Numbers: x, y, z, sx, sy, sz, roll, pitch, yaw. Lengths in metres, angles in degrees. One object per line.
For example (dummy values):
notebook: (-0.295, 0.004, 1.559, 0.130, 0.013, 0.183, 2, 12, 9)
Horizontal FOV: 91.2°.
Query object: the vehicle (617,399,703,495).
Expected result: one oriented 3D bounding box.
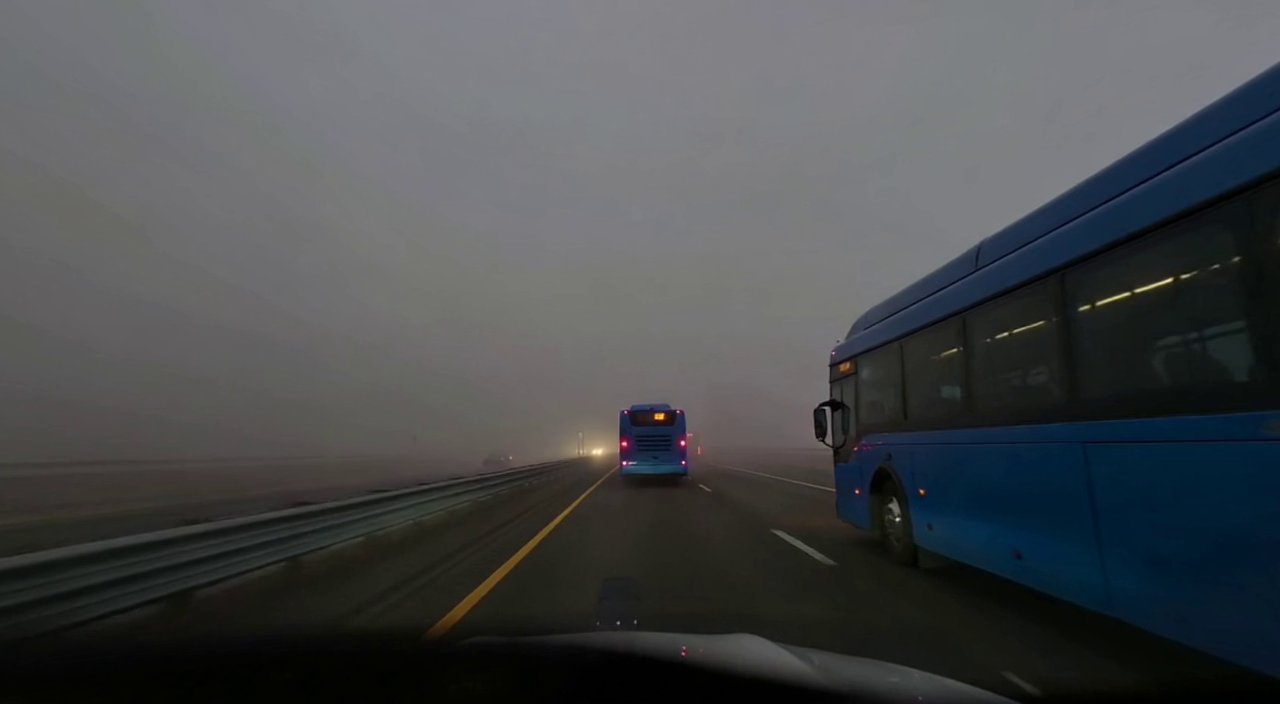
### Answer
vehicle: (0.453, 3.098, 20.562, 2.414, 2.675, 5.574, 0, -9, -2)
